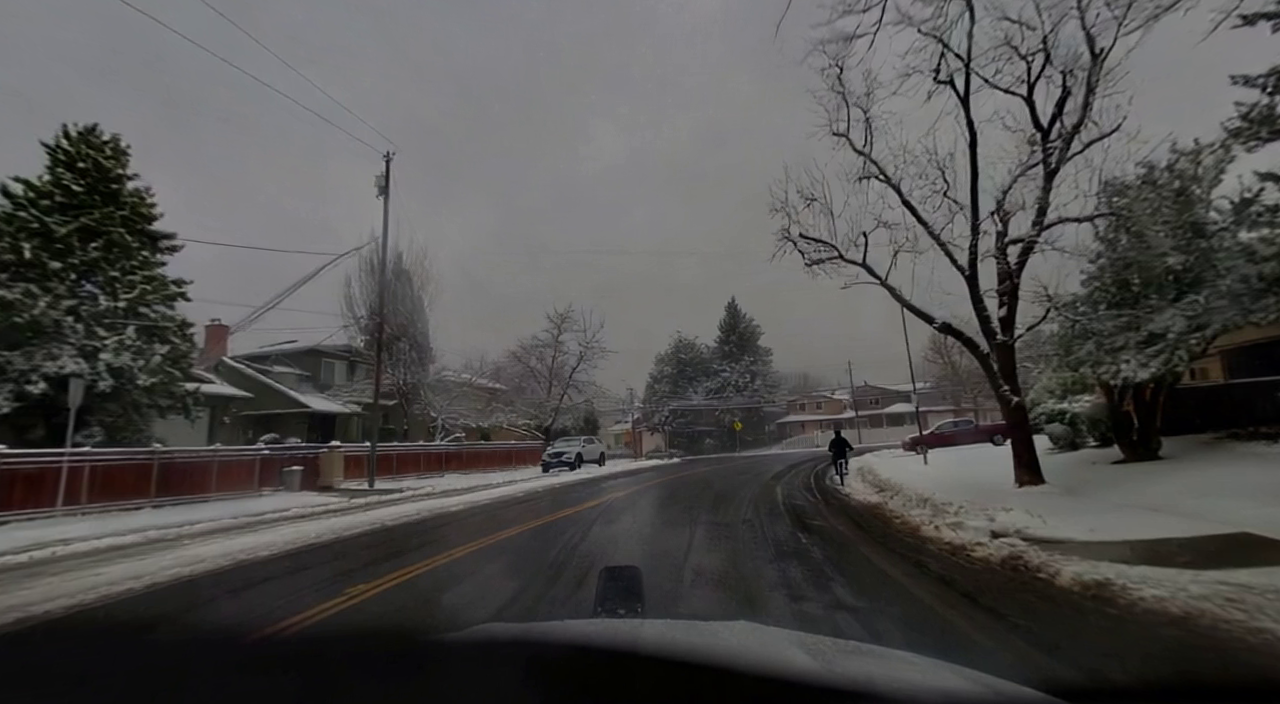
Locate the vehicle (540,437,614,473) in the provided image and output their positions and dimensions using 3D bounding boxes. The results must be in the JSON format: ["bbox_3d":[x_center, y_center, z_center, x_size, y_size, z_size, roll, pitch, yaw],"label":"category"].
[{"bbox_3d":[-3.090,5.174,31.901,1.937,1.670,4.391,-3,-9,20],"label":"vehicle"}]
